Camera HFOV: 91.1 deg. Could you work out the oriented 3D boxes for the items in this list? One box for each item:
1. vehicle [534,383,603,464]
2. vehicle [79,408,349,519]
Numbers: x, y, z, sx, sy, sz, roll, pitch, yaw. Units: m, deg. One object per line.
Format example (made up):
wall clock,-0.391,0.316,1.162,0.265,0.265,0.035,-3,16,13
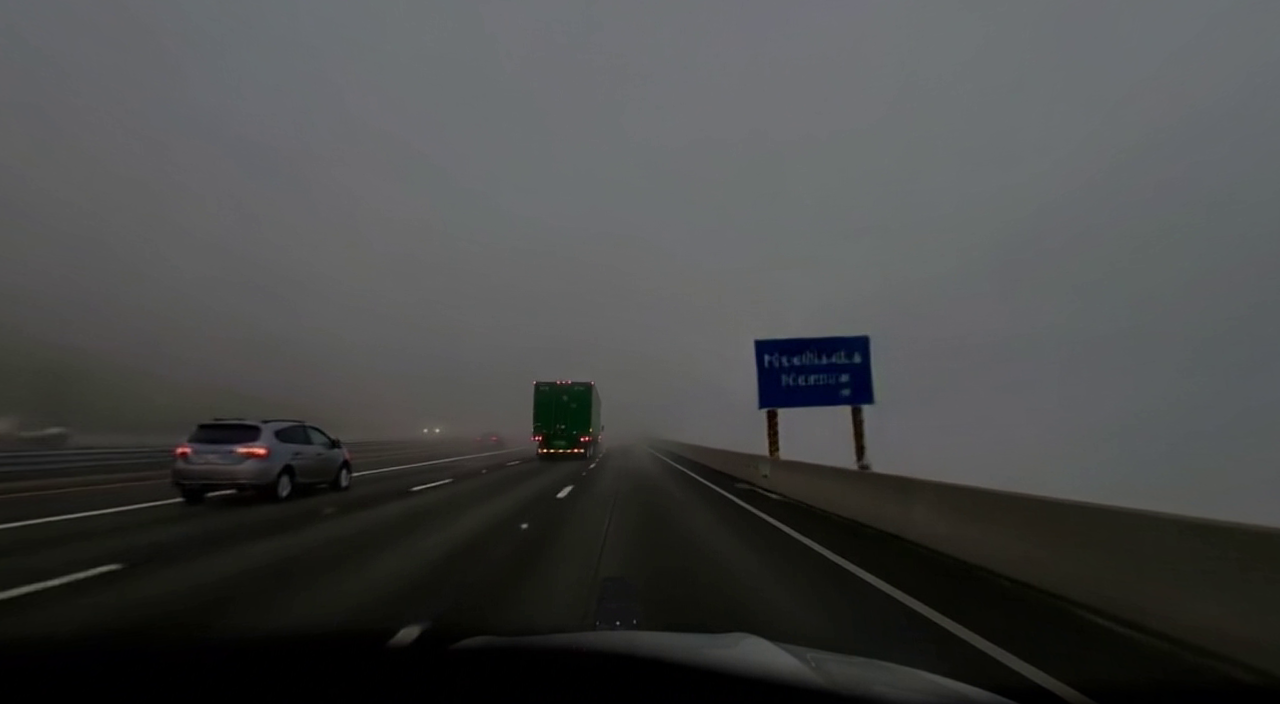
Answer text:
vehicle,-3.937,4.406,37.501,3.002,3.987,12.477,-1,-8,-2
vehicle,-7.582,2.005,11.922,2.075,1.691,4.431,0,-8,-1
